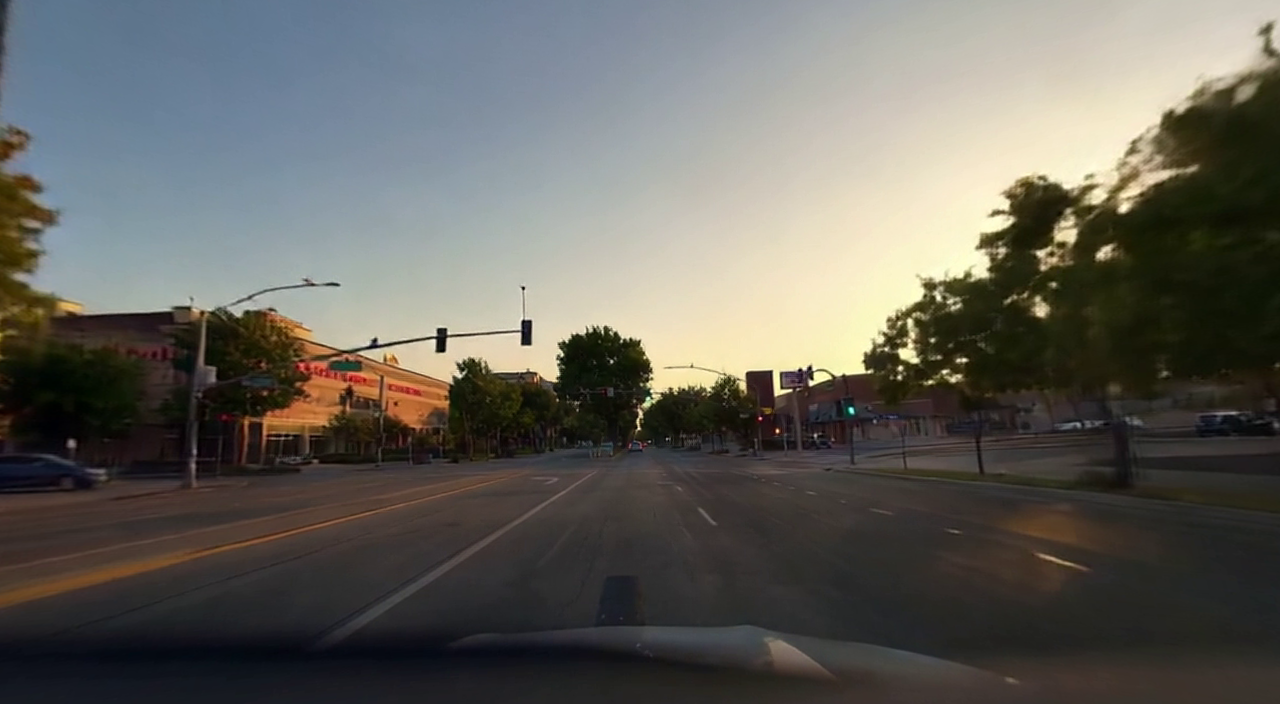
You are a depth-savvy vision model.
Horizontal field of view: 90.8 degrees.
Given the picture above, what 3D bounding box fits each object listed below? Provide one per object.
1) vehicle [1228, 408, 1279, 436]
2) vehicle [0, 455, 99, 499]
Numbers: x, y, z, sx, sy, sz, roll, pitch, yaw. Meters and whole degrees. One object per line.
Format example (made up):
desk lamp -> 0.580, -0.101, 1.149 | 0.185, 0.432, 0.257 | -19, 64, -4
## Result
vehicle -> 40.052, 4.418, 39.596 | 4.388, 1.651, 1.918 | 0, -9, -1
vehicle -> -29.608, 5.767, 29.334 | 6.525, 1.890, 2.481 | 0, -9, -1
